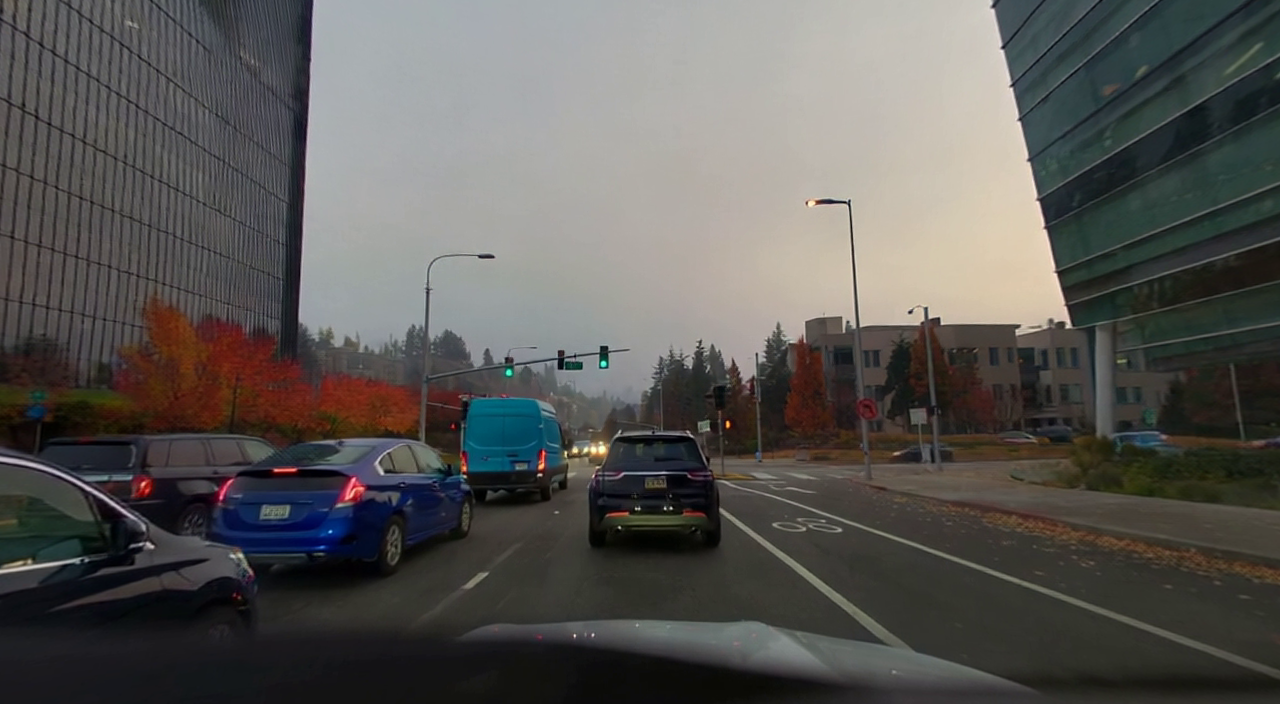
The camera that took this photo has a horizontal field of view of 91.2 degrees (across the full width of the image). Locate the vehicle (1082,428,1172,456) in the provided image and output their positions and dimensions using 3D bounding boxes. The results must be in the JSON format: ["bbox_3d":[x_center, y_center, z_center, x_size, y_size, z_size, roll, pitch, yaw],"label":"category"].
[{"bbox_3d":[28.640,5.356,37.060,1.762,1.487,4.488,-1,-9,2],"label":"vehicle"}]

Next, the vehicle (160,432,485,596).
[{"bbox_3d":[-3.494,1.845,8.022,1.955,1.499,4.223,0,-9,0],"label":"vehicle"}]

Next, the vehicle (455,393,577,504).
[{"bbox_3d":[-3.283,2.767,18.048,2.343,2.635,5.684,0,-9,0],"label":"vehicle"}]

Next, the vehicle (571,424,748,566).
[{"bbox_3d":[0.177,1.889,8.903,1.979,1.562,3.630,0,-9,-1],"label":"vehicle"}]

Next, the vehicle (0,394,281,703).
[{"bbox_3d":[-2.904,0.820,1.466,1.893,1.491,3.798,0,-9,-1],"label":"vehicle"}]
